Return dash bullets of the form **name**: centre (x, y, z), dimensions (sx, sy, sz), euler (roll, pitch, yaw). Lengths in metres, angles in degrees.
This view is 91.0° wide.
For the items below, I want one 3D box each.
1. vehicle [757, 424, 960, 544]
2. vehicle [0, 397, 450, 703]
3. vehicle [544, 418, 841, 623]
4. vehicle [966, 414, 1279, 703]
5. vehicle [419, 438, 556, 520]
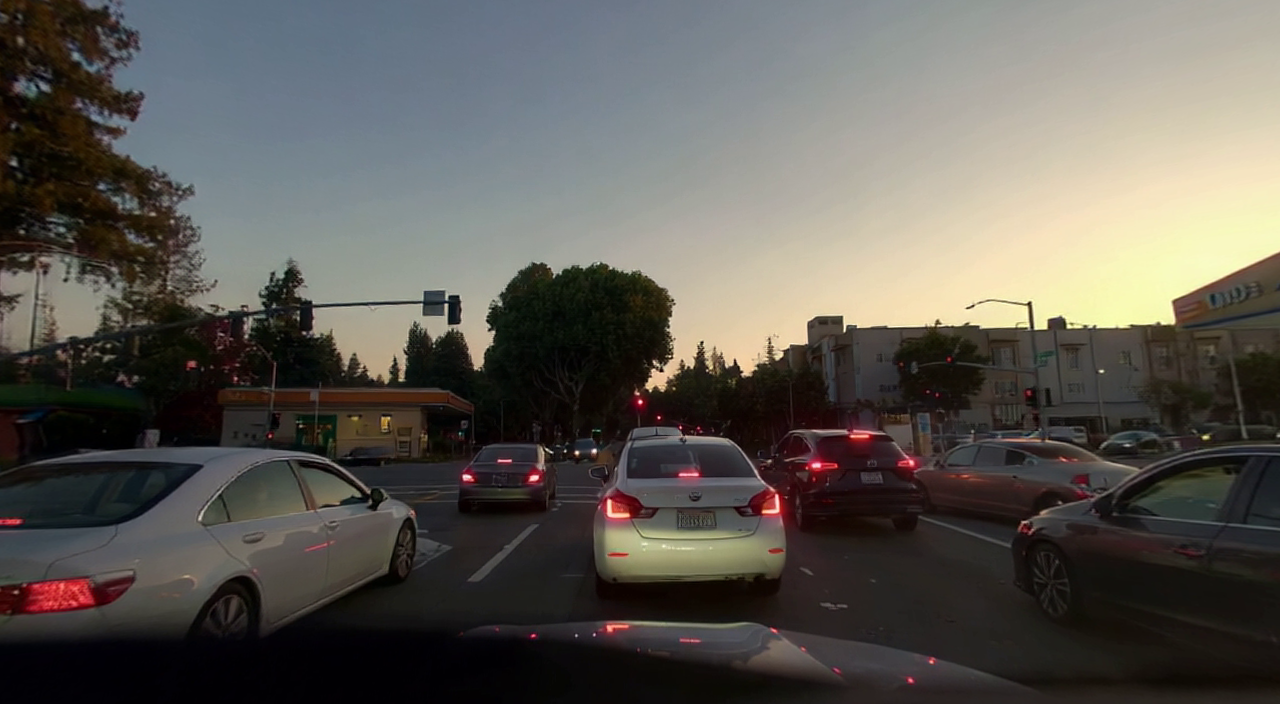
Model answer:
- **vehicle**: centre (3.386, 2.124, 10.755), dimensions (1.947, 1.630, 4.127), euler (0, -9, 0)
- **vehicle**: centre (-3.017, 1.248, 4.597), dimensions (1.887, 1.493, 4.255), euler (0, -9, 0)
- **vehicle**: centre (0.327, 1.582, 6.932), dimensions (2.220, 1.507, 4.317), euler (0, -9, -2)
- **vehicle**: centre (4.170, 1.126, 3.579), dimensions (1.950, 1.497, 4.686), euler (0, -9, -3)
- **vehicle**: centre (-3.075, 2.640, 13.676), dimensions (1.867, 1.474, 4.237), euler (0, -9, 0)
